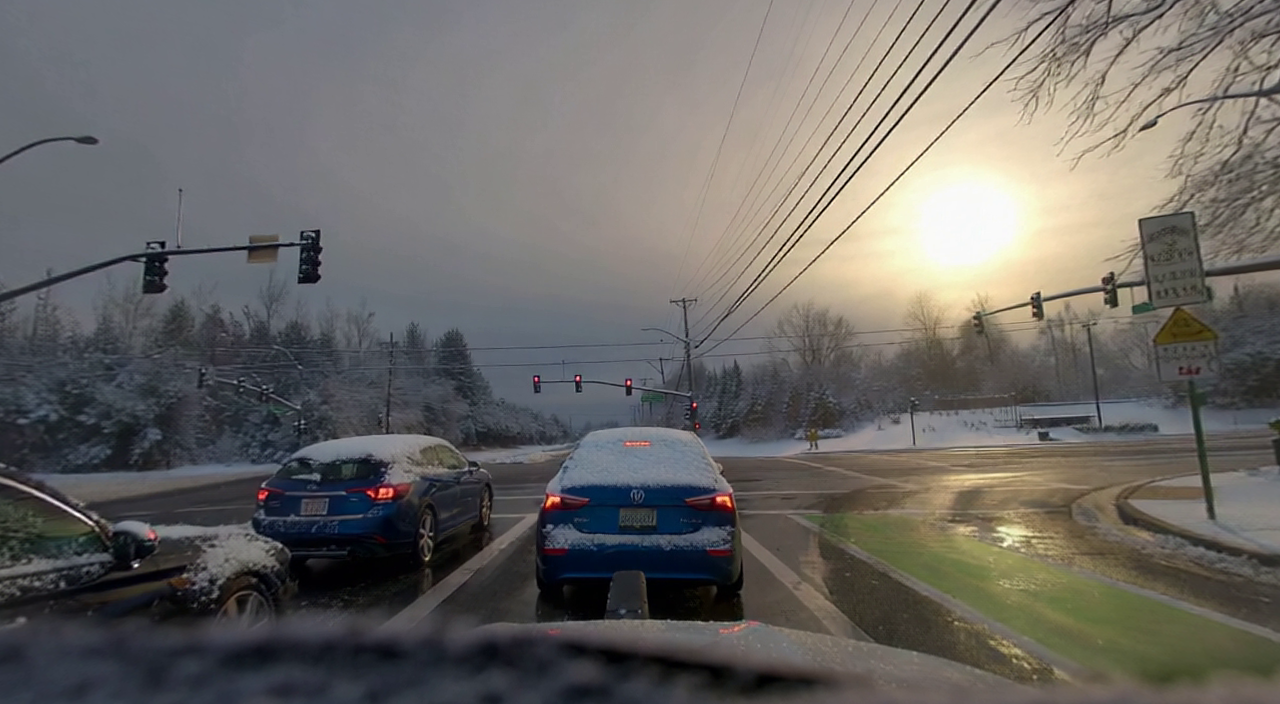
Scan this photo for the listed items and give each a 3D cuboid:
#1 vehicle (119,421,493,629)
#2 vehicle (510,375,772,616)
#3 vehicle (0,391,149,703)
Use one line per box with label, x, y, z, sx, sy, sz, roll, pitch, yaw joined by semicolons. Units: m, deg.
vehicle;-2.923;1.597;6.642;1.726;1.506;3.840;0;-10;1
vehicle;-0.026;1.559;7.640;2.036;1.885;5.196;0;-10;-1
vehicle;-3.479;0.618;0.375;2.138;1.488;5.327;0;-8;0
